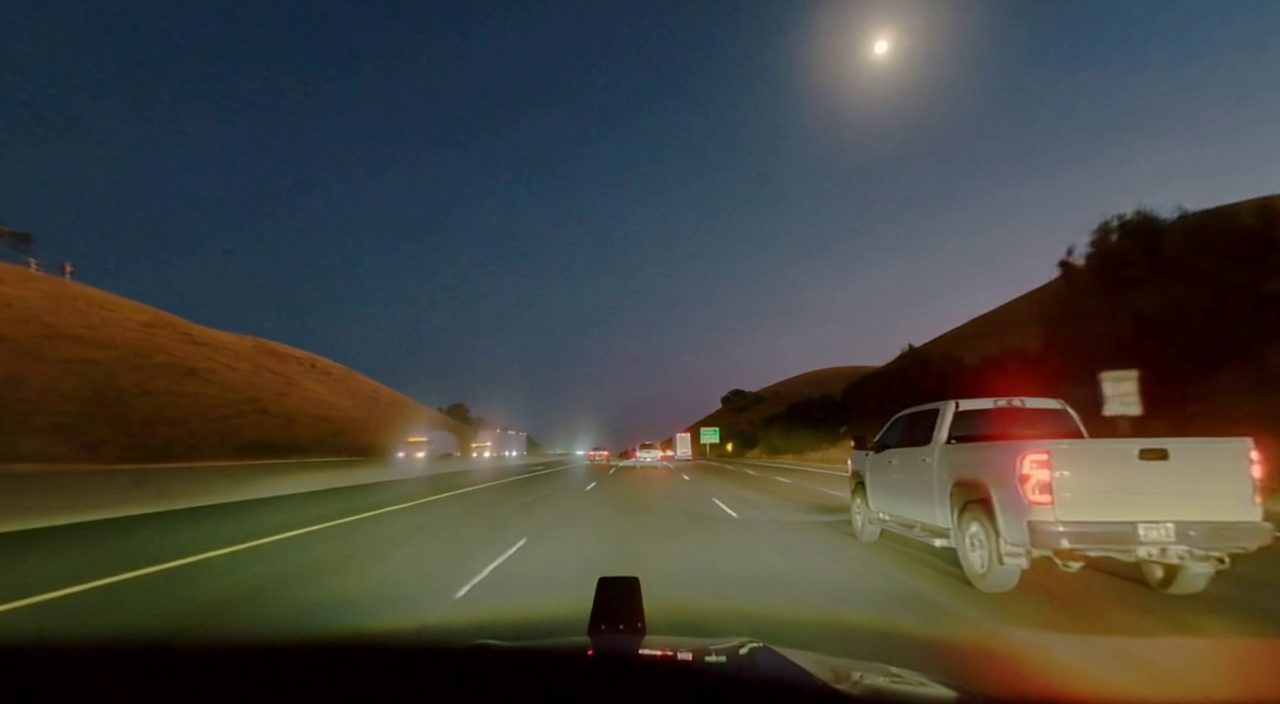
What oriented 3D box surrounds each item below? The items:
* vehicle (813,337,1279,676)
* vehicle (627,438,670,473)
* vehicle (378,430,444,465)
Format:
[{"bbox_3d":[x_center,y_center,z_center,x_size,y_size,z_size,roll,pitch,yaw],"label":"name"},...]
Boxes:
[{"bbox_3d":[4.047,1.311,6.682,2.700,1.980,5.866,0,-8,-1],"label":"vehicle"},{"bbox_3d":[0.408,5.421,33.305,2.086,1.685,4.206,0,-8,0],"label":"vehicle"},{"bbox_3d":[-15.896,6.685,44.188,2.233,2.227,6.034,0,-8,2],"label":"vehicle"}]
